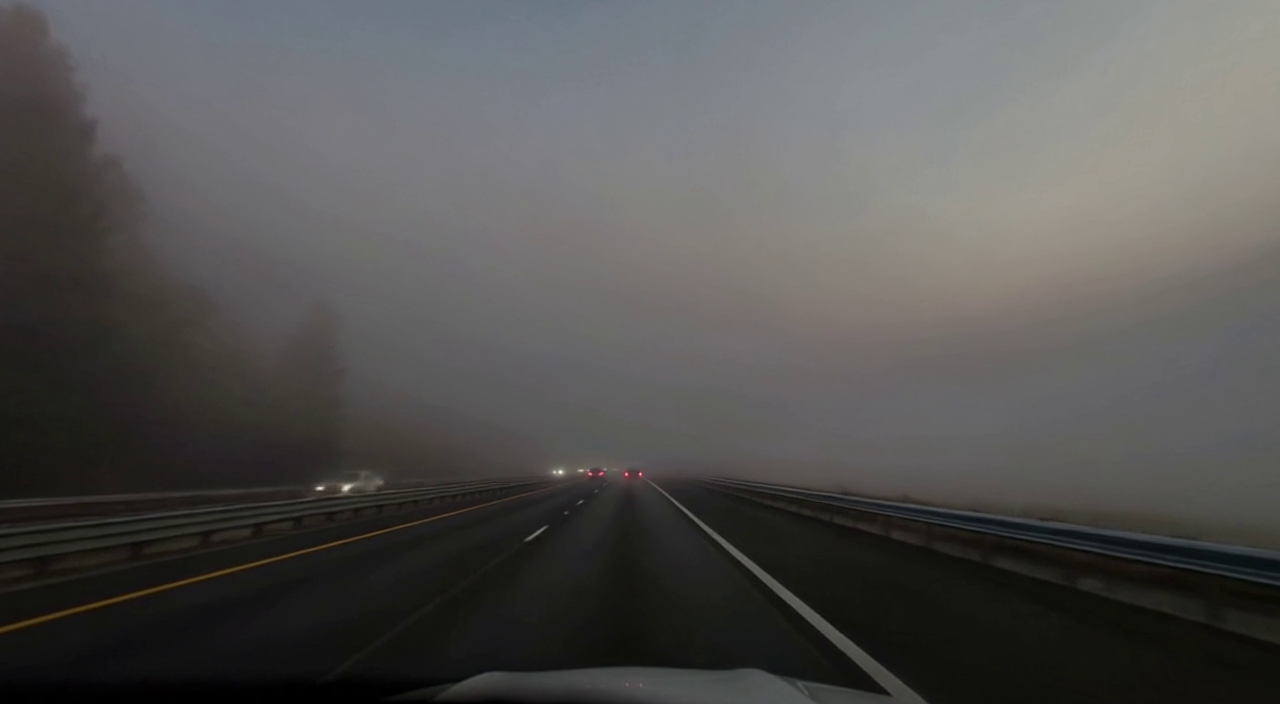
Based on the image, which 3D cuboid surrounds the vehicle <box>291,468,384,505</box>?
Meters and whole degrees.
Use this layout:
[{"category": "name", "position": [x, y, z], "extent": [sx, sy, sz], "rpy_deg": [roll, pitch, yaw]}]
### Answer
[{"category": "vehicle", "position": [-13.056, 5.819, 27.506], "extent": [1.836, 1.402, 4.361], "rpy_deg": [1, -11, 0]}]
